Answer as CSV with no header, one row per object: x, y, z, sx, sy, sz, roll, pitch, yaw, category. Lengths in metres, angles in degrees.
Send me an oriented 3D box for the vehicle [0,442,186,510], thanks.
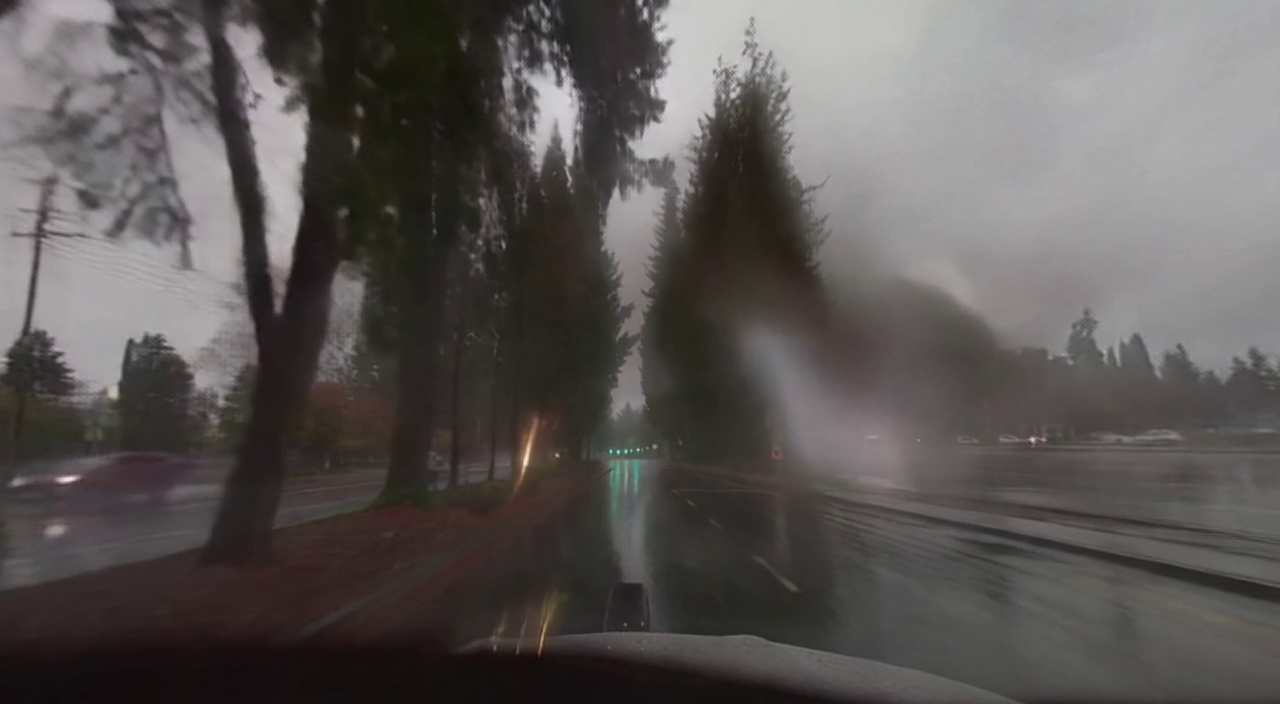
-17.160,3.788,19.747,2.064,1.844,4.845,-1,-9,3,vehicle

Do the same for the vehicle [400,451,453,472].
-16.289,8.395,48.349,2.200,1.496,4.809,-1,-9,2,vehicle
